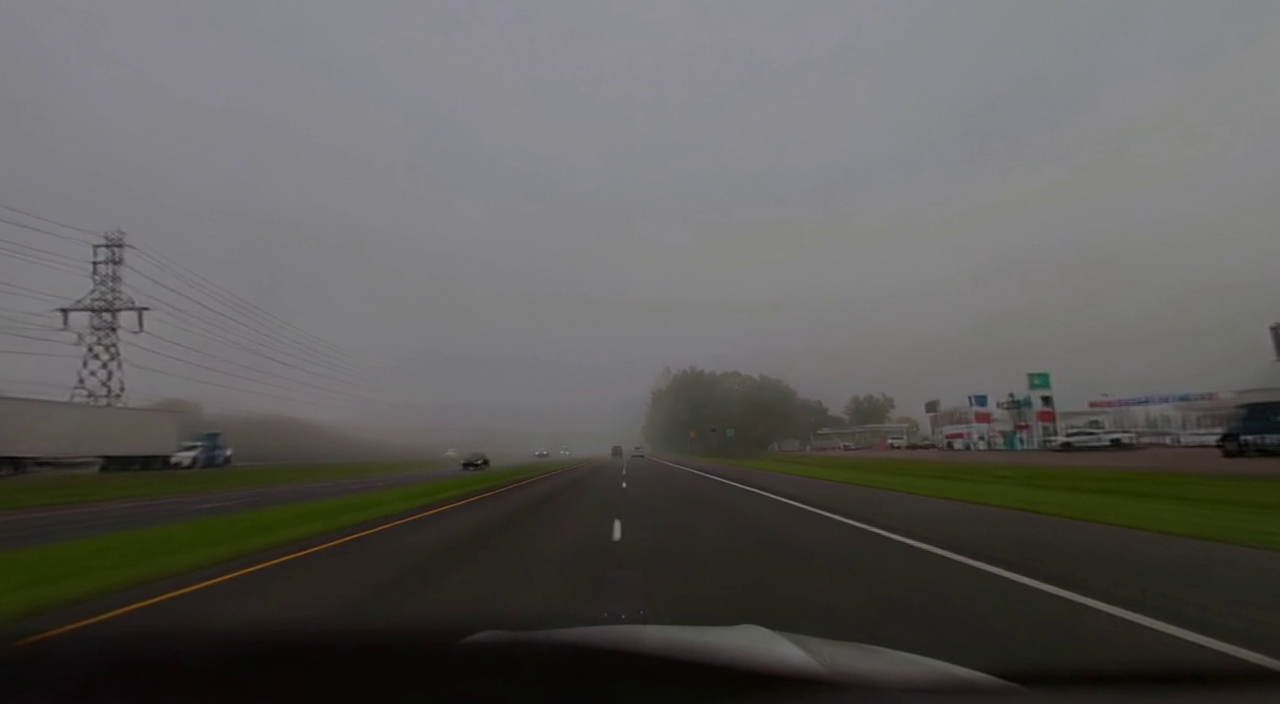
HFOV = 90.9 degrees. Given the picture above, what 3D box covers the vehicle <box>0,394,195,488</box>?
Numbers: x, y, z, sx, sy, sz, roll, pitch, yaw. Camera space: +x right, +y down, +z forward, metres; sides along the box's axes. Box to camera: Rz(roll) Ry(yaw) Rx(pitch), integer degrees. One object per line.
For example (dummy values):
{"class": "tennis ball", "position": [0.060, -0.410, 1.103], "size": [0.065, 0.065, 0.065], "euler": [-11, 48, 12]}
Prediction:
{"class": "vehicle", "position": [-29.370, 4.560, 31.979], "size": [2.875, 4.046, 15.435], "euler": [-2, -8, -2]}
